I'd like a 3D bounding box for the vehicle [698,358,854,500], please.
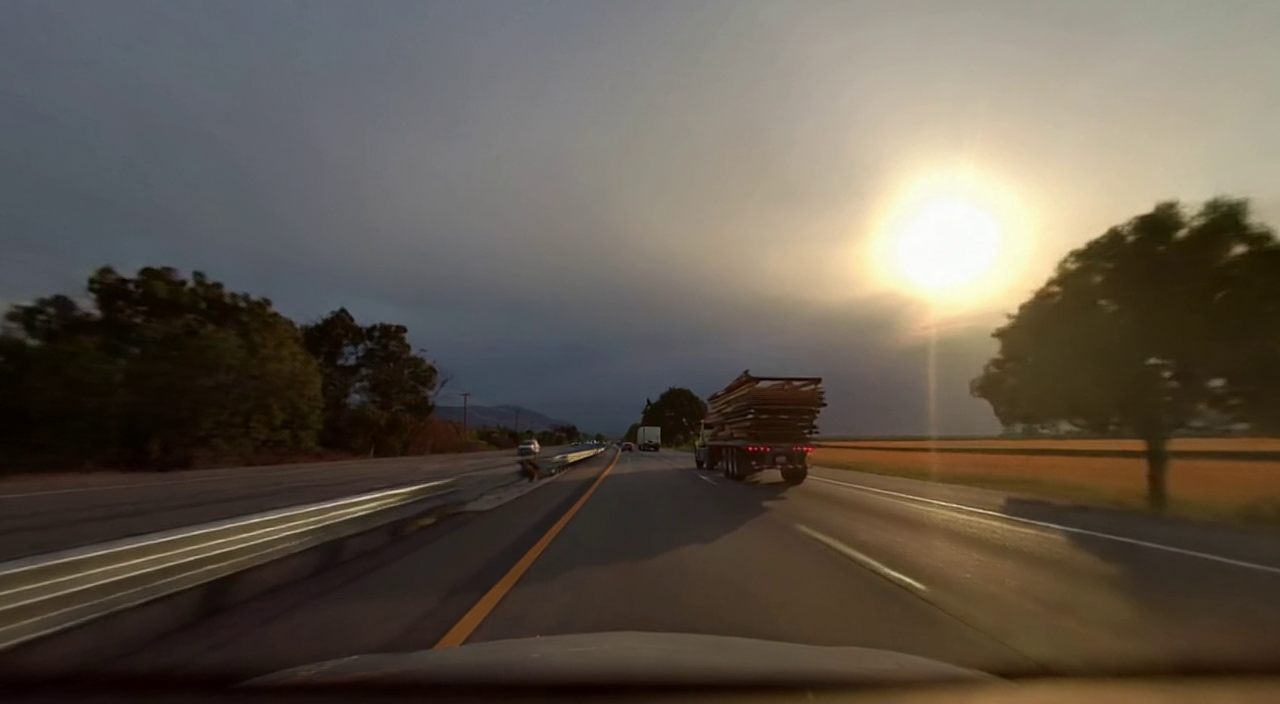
[{"bbox_3d":[4.684,3.336,26.514,3.023,4.054,16.882,0,-8,1],"label":"vehicle"}]
